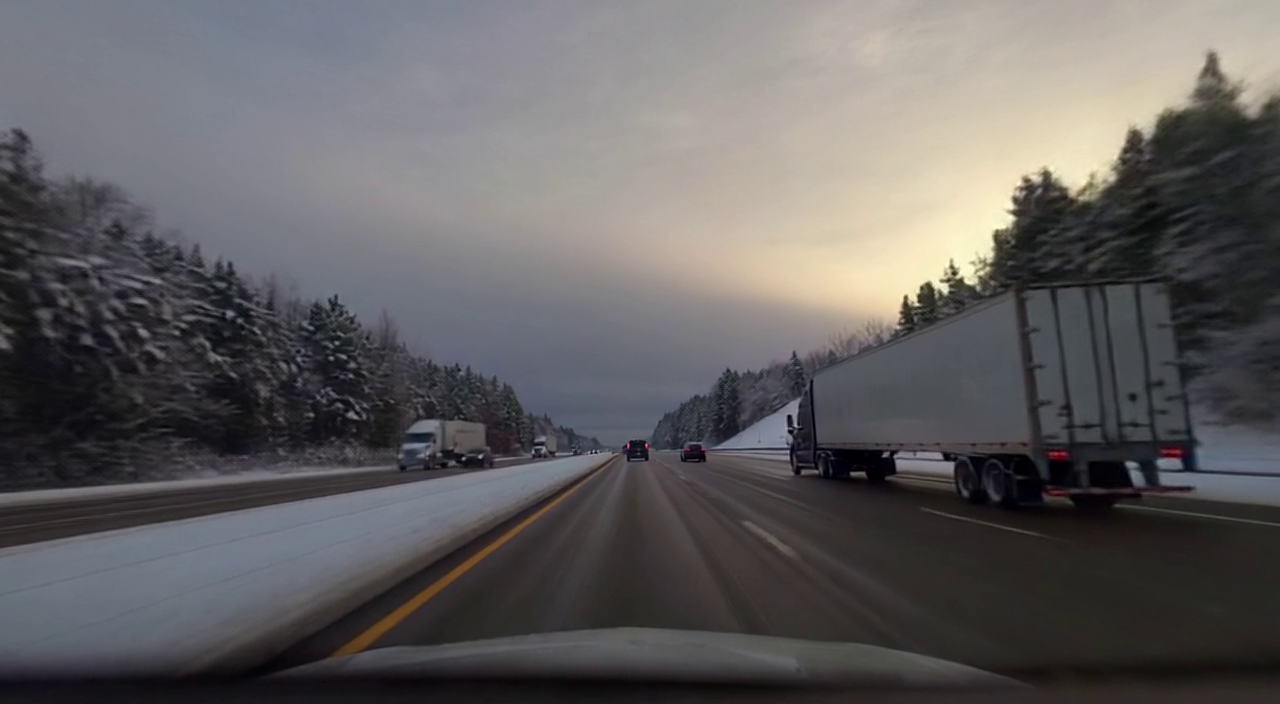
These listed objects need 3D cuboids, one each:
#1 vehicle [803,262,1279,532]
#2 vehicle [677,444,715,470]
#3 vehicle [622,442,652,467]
[{"bbox_3d":[7.813,1.676,16.427,3.044,4.073,14.016,0,-9,-1],"label":"vehicle"},{"bbox_3d":[3.597,6.837,41.085,2.025,1.534,4.179,0,-9,-1],"label":"vehicle"},{"bbox_3d":[-0.200,7.602,46.742,2.114,1.706,4.106,0,-9,0],"label":"vehicle"}]
